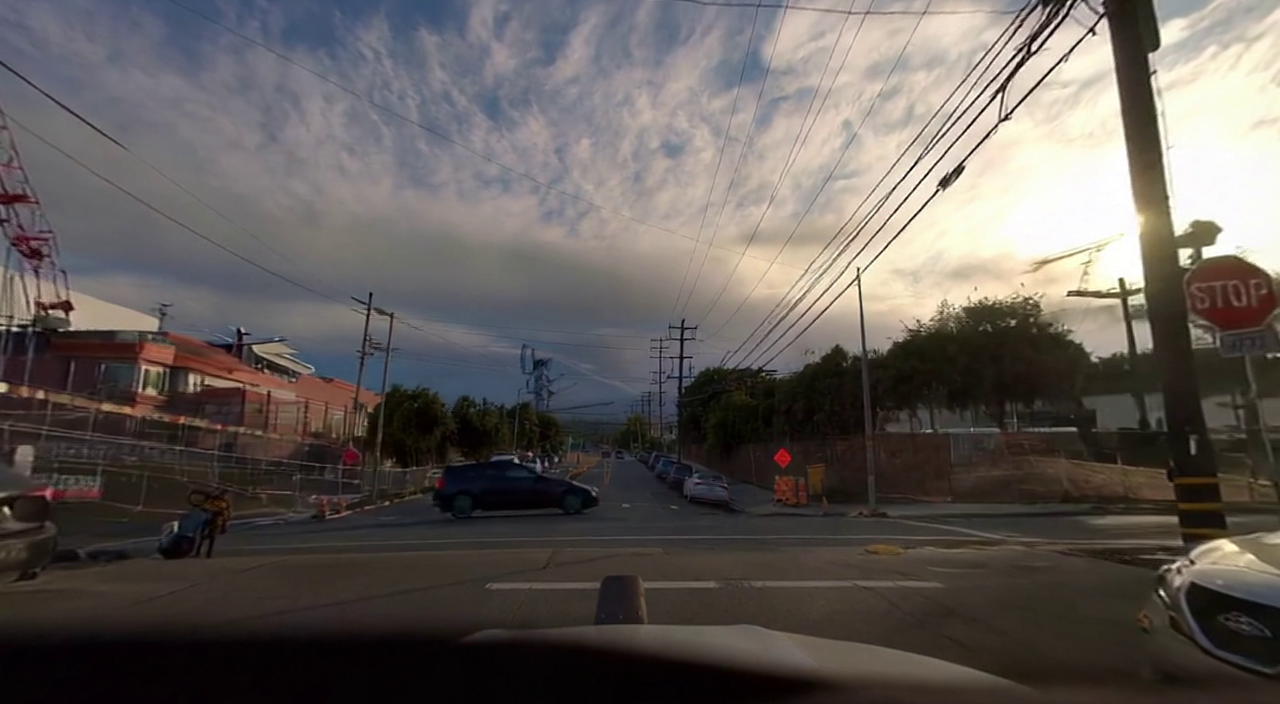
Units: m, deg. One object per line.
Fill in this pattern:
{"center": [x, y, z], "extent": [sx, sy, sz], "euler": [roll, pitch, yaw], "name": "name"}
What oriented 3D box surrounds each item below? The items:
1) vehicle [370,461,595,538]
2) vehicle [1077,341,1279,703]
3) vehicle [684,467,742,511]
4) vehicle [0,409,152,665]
{"center": [-3.289, 3.199, 14.019], "extent": [4.549, 1.497, 1.887], "euler": [0, -8, -4], "name": "vehicle"}
{"center": [4.461, 0.836, 2.194], "extent": [4.416, 1.750, 2.011], "euler": [0, -8, -4], "name": "vehicle"}
{"center": [3.411, 6.506, 30.309], "extent": [2.007, 1.804, 4.136], "euler": [1, -8, -4], "name": "vehicle"}
{"center": [-6.679, 1.036, 4.114], "extent": [5.025, 1.648, 2.055], "euler": [5, -12, -4], "name": "vehicle"}
